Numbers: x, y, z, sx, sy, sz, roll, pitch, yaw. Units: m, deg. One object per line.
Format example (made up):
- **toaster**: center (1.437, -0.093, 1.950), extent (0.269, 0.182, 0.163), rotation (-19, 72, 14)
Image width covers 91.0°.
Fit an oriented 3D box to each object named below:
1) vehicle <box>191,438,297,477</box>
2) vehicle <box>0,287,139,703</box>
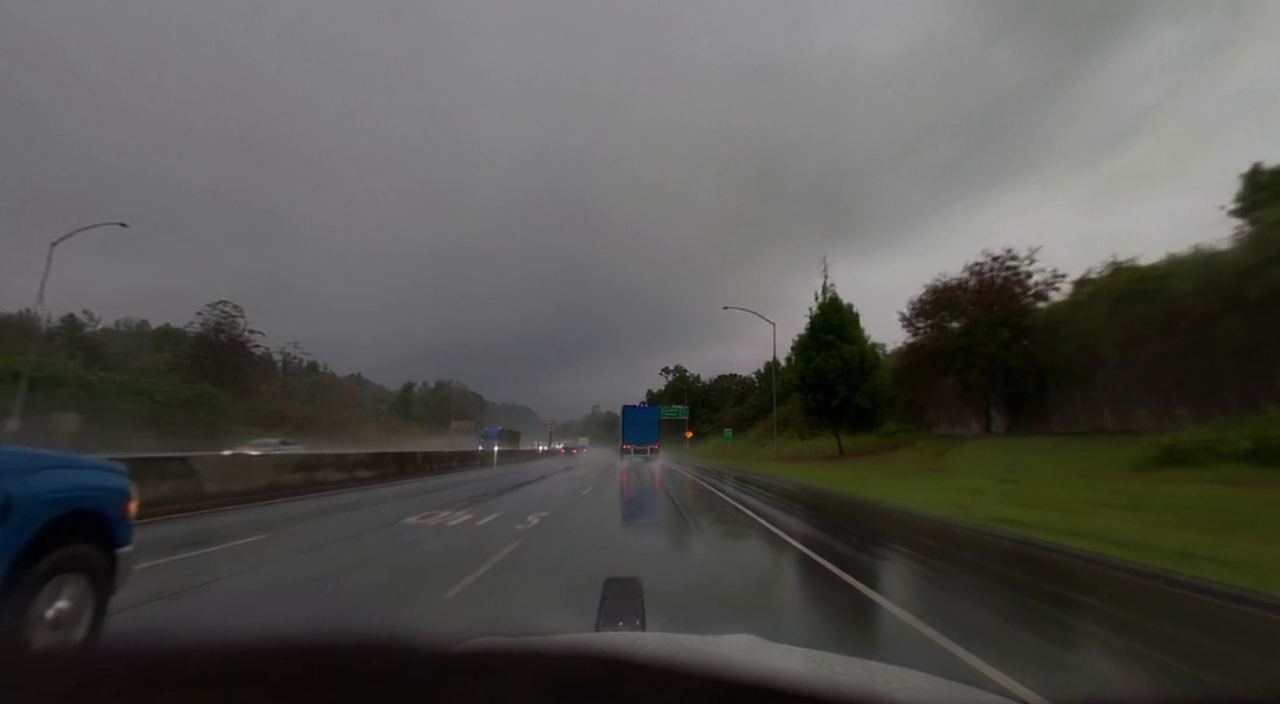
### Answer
- **vehicle**: center (-16.801, 4.470, 26.995), extent (1.856, 1.524, 4.100), rotation (0, -8, 0)
- **vehicle**: center (-3.604, 0.374, 0.949), extent (2.044, 1.740, 4.361), rotation (0, -9, 0)
